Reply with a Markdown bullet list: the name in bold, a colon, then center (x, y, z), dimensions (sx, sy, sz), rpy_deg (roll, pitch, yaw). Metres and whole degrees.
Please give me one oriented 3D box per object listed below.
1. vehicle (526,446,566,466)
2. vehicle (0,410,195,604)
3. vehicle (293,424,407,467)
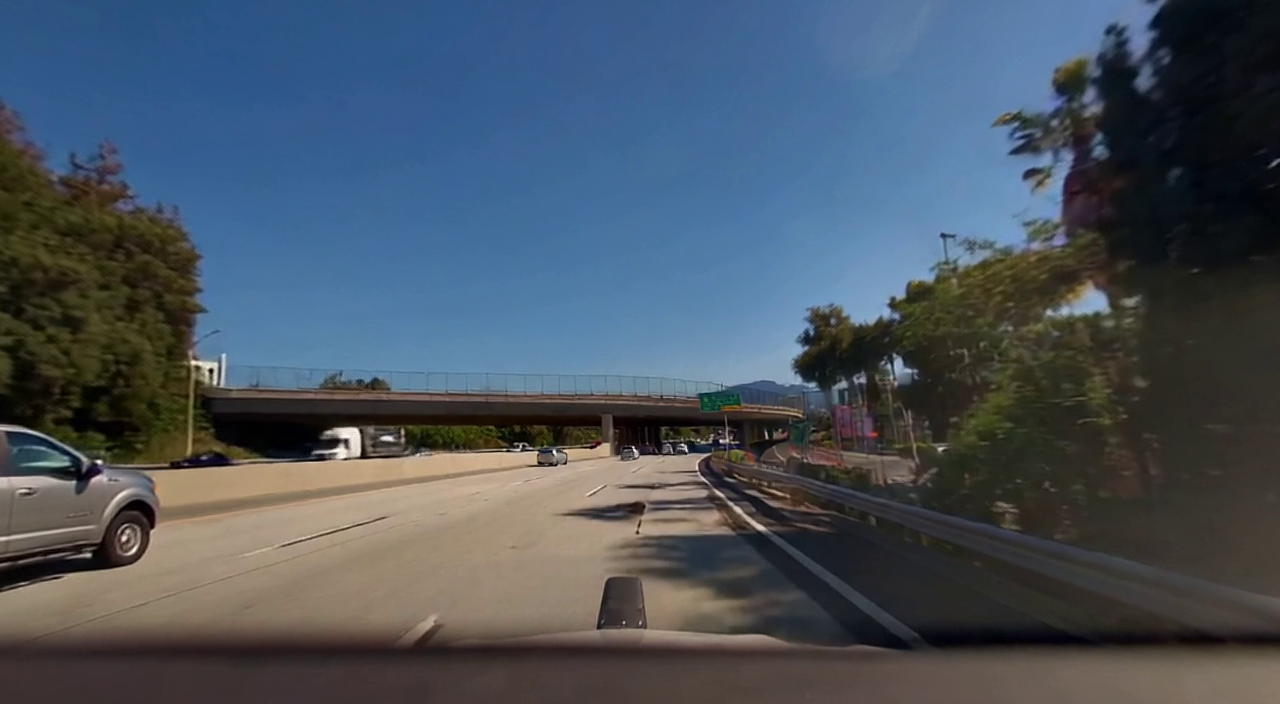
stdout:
- **vehicle**: center (-7.338, 8.188, 49.774), dimensions (2.038, 1.494, 4.729), rpy_deg (-1, -9, 6)
- **vehicle**: center (-6.393, 1.289, 5.142), dimensions (1.923, 1.630, 4.857), rpy_deg (0, -9, 1)
- **vehicle**: center (-21.415, 7.073, 47.487), dimensions (3.305, 2.889, 9.715), rpy_deg (-1, -9, 4)
